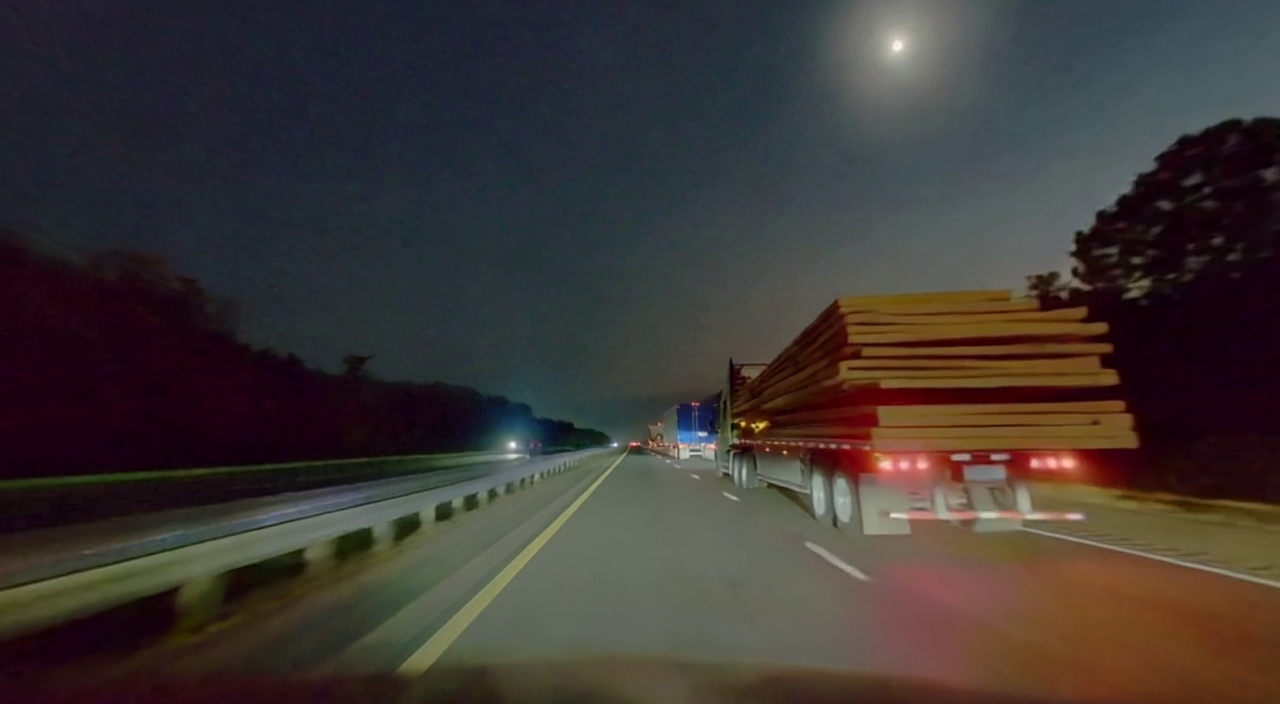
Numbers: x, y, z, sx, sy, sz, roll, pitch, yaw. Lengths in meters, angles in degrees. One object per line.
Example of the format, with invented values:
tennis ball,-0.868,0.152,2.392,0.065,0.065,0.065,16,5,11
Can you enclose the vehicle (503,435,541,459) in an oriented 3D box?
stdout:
vehicle,-8.813,7.150,47.223,1.952,1.647,4.249,0,-8,1

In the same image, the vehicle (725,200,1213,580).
vehicle,4.390,1.229,13.620,3.024,4.065,13.796,-1,-7,0

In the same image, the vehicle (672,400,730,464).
vehicle,4.274,6.232,48.338,3.023,4.054,16.882,0,-8,1
